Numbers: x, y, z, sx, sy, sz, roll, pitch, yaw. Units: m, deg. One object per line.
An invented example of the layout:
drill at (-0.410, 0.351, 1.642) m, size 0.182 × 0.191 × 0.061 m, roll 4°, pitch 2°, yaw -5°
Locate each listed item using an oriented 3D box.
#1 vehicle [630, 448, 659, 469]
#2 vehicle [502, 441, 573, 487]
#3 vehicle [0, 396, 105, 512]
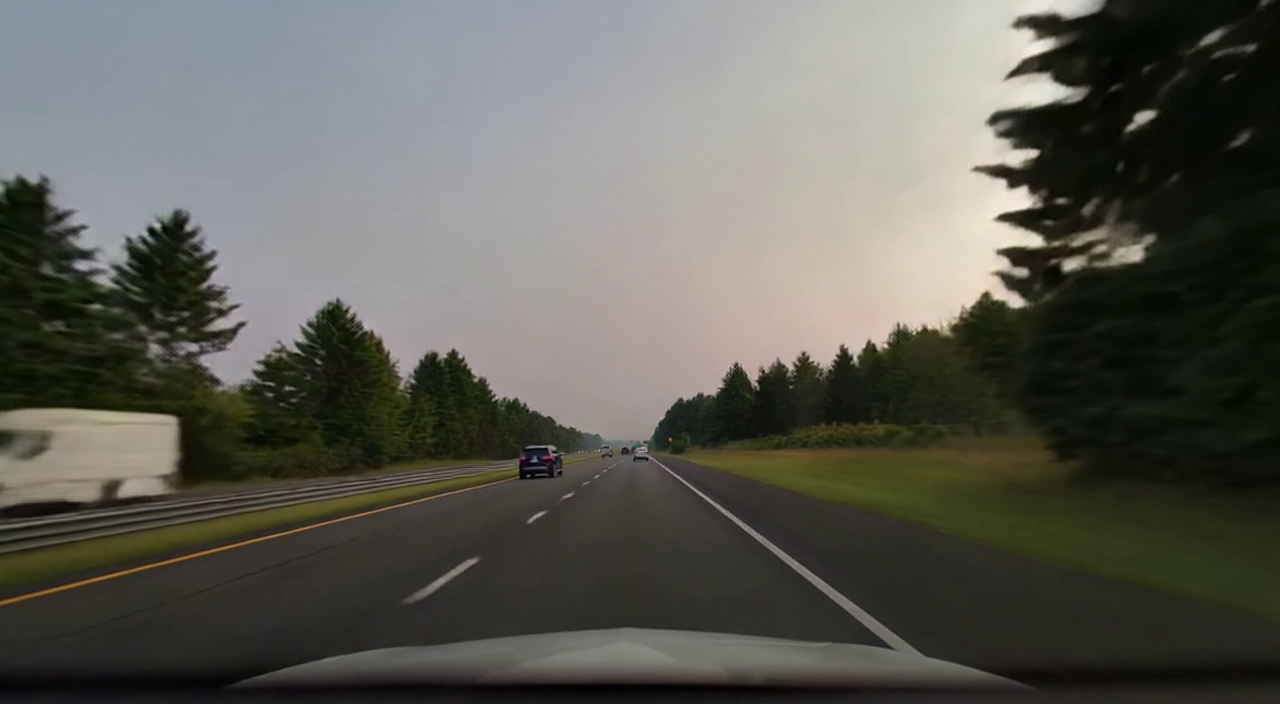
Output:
vehicle at (0.292, 7.743, 45.960) m, size 2.046 × 1.452 × 4.407 m, roll 0°, pitch -9°, yaw -1°
vehicle at (-4.022, 4.457, 25.452) m, size 2.100 × 1.667 × 4.223 m, roll 0°, pitch -9°, yaw 1°
vehicle at (-16.574, 2.367, 14.589) m, size 2.419 × 2.745 × 6.688 m, roll 0°, pitch -9°, yaw 0°
